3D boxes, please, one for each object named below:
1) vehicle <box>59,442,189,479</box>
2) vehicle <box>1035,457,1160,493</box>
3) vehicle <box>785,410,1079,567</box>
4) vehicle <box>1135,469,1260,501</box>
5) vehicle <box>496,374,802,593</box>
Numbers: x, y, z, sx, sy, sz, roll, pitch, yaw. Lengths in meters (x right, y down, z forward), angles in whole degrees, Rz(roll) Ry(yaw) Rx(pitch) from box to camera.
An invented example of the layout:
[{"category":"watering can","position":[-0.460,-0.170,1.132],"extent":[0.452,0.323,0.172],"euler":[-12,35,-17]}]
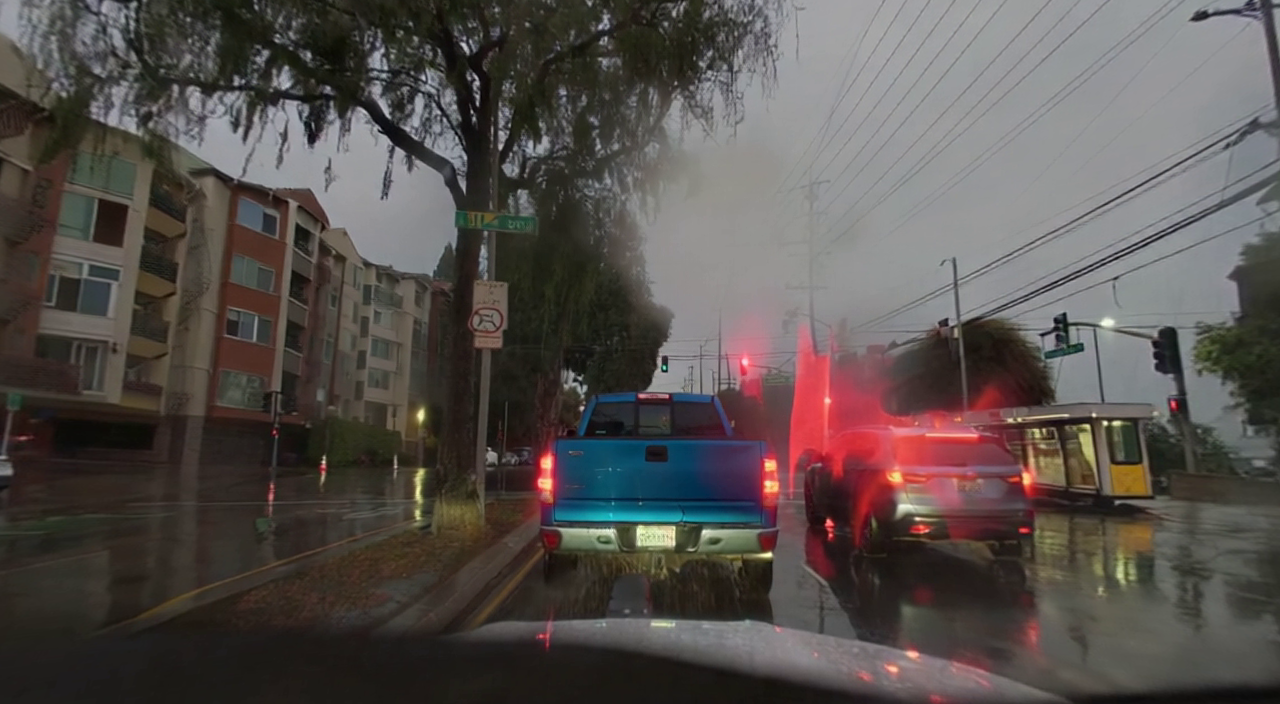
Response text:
[{"category":"vehicle","position":[-24.829,5.212,30.432],"extent":[4.563,1.692,1.778],"euler":[0,-9,-2]},{"category":"vehicle","position":[21.810,5.863,30.163],"extent":[4.498,1.618,1.843],"euler":[0,-9,0]},{"category":"vehicle","position":[3.847,1.892,9.554],"extent":[2.131,1.759,4.762],"euler":[0,-8,0]},{"category":"vehicle","position":[26.412,6.294,29.966],"extent":[4.071,1.388,1.884],"euler":[0,-8,1]},{"category":"vehicle","position":[0.113,1.556,8.283],"extent":[2.738,1.959,5.070],"euler":[0,-8,1]}]
